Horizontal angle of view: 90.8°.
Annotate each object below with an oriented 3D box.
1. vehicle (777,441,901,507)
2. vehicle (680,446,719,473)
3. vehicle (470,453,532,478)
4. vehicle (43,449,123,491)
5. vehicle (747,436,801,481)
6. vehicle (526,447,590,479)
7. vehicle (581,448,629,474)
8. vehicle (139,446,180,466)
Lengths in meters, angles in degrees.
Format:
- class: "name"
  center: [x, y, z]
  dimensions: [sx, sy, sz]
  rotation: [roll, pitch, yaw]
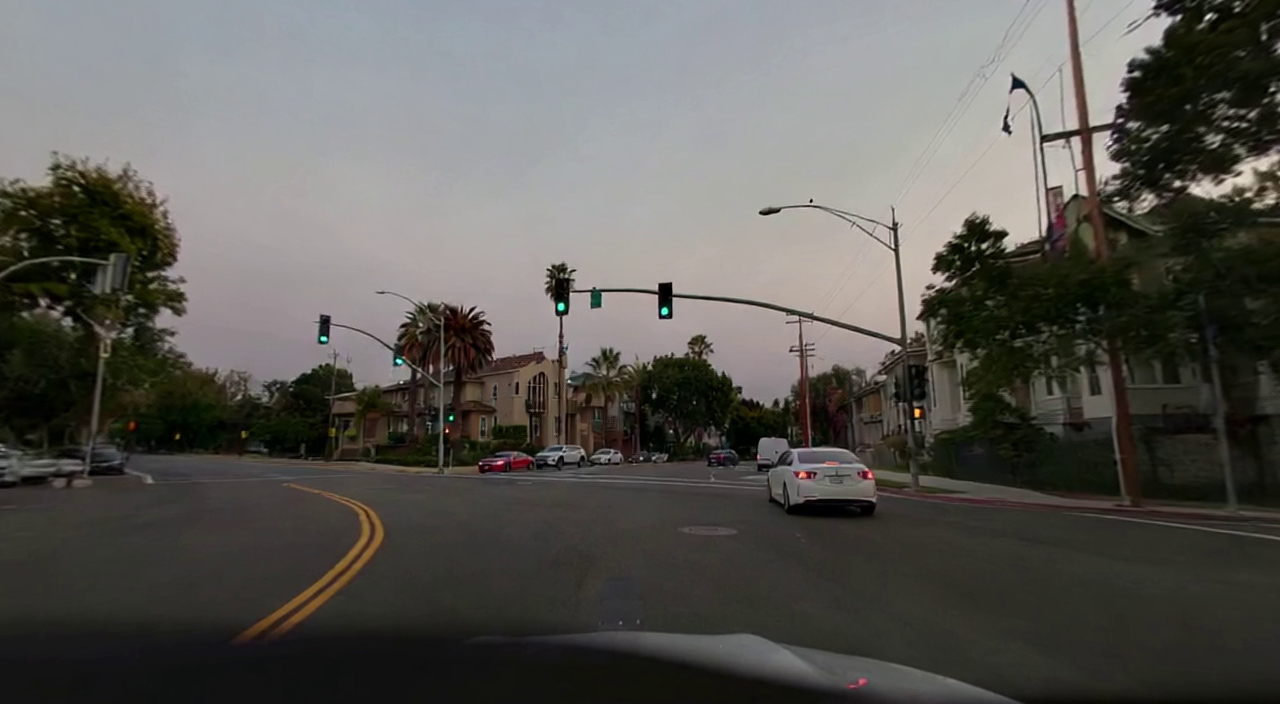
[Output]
- class: "vehicle"
  center: [5.264, 3.281, 17.448]
  dimensions: [2.096, 1.552, 4.519]
  rotation: [0, -9, 2]
- class: "vehicle"
  center: [3.813, 6.773, 39.948]
  dimensions: [1.923, 1.576, 4.026]
  rotation: [-2, -9, 12]
- class: "vehicle"
  center: [-8.066, 6.581, 36.907]
  dimensions: [1.891, 1.358, 3.828]
  rotation: [-3, -9, 16]
- class: "vehicle"
  center: [-22.790, 4.746, 25.770]
  dimensions: [2.005, 1.533, 4.499]
  rotation: [8, -12, -44]
- class: "vehicle"
  center: [6.546, 5.254, 31.357]
  dimensions: [2.109, 2.002, 4.424]
  rotation: [-1, -9, 6]
- class: "vehicle"
  center: [-4.576, 6.256, 36.008]
  dimensions: [1.959, 1.515, 4.668]
  rotation: [-2, -7, 15]
- class: "vehicle"
  center: [-2.305, 7.280, 42.479]
  dimensions: [1.852, 1.498, 4.238]
  rotation: [-6, -9, 16]
- class: "vehicle"
  center: [-37.039, 8.022, 48.674]
  dimensions: [2.013, 1.442, 4.173]
  rotation: [8, -12, -42]
